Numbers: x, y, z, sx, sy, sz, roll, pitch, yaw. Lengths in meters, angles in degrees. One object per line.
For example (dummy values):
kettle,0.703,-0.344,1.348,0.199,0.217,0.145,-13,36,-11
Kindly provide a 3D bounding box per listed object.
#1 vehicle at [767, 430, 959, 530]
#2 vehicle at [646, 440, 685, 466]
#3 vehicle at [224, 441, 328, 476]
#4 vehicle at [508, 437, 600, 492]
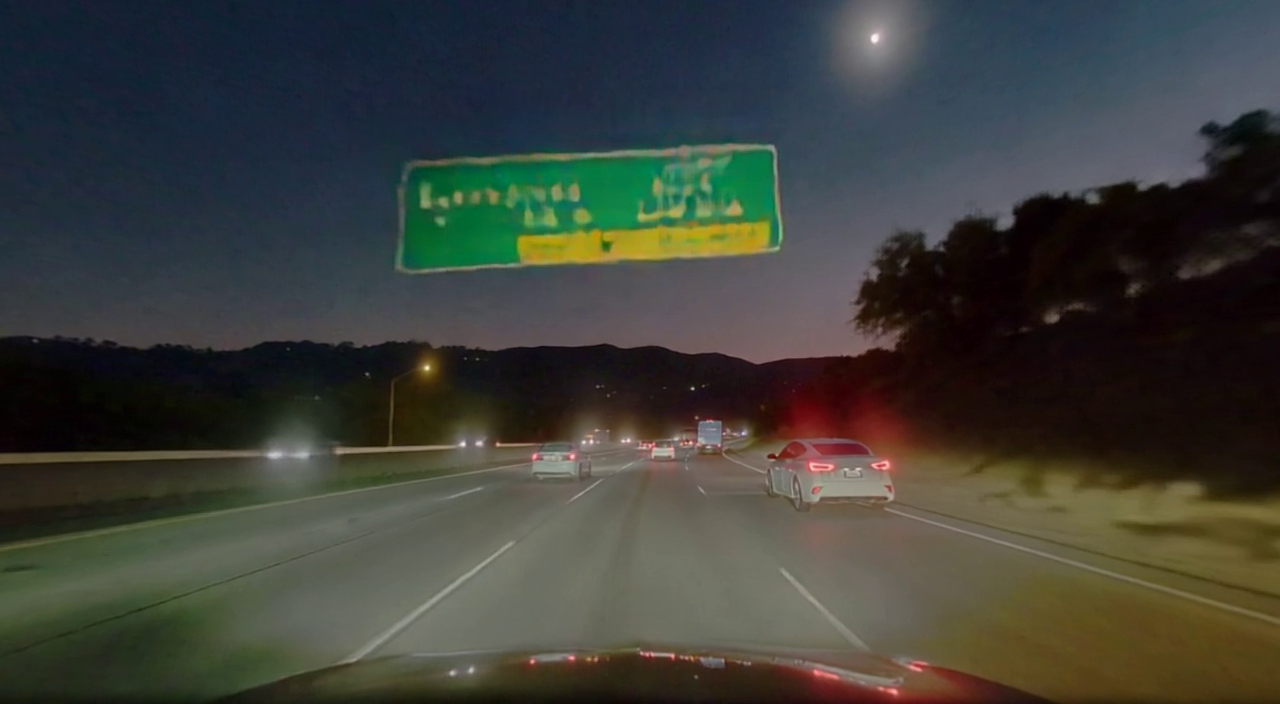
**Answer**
vehicle,3.837,2.273,11.828,2.013,1.464,4.317,1,-8,0
vehicle,1.560,6.075,38.098,2.202,1.467,3.929,-1,-8,3
vehicle,-19.078,5.603,33.420,2.094,1.696,5.276,-1,-8,4
vehicle,-2.520,3.464,19.797,2.031,1.491,4.792,-1,-8,3
